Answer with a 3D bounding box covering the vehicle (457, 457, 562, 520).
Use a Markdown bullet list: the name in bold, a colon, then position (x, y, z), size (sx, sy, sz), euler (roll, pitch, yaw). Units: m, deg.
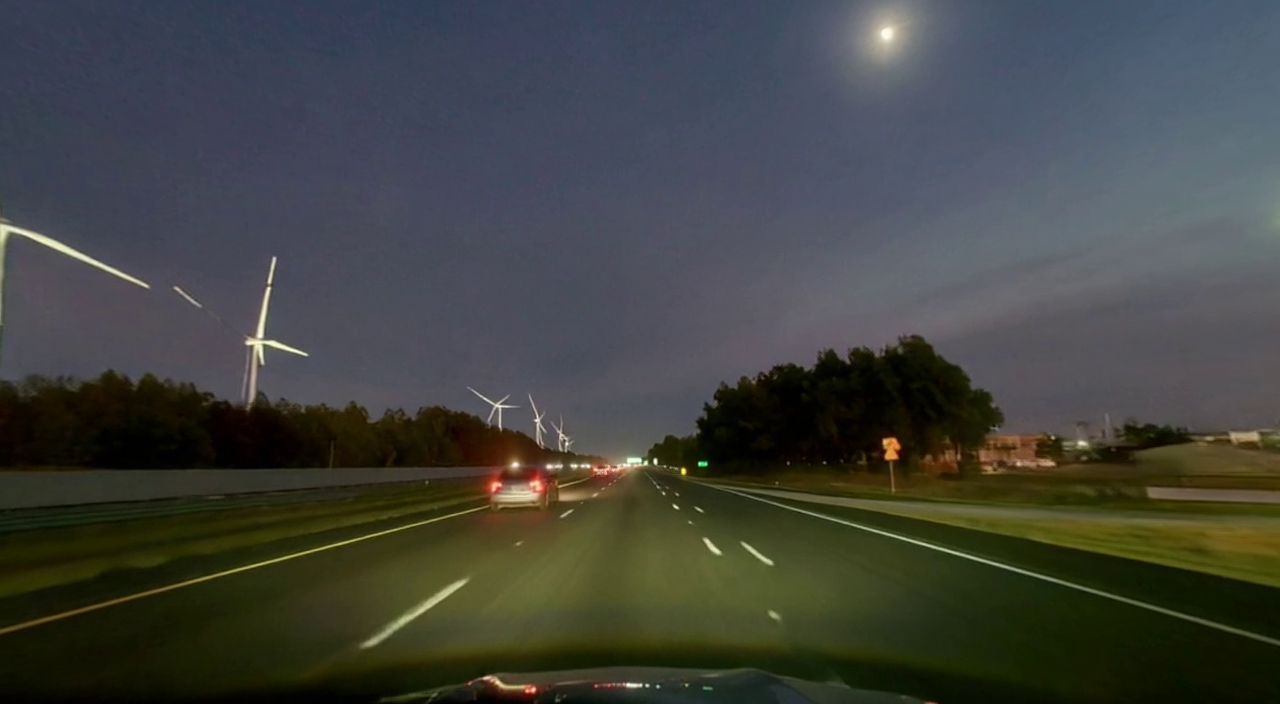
- **vehicle**: position (-3.439, 3.709, 17.404), size (2.001, 1.486, 4.104), euler (1, -10, 0)
